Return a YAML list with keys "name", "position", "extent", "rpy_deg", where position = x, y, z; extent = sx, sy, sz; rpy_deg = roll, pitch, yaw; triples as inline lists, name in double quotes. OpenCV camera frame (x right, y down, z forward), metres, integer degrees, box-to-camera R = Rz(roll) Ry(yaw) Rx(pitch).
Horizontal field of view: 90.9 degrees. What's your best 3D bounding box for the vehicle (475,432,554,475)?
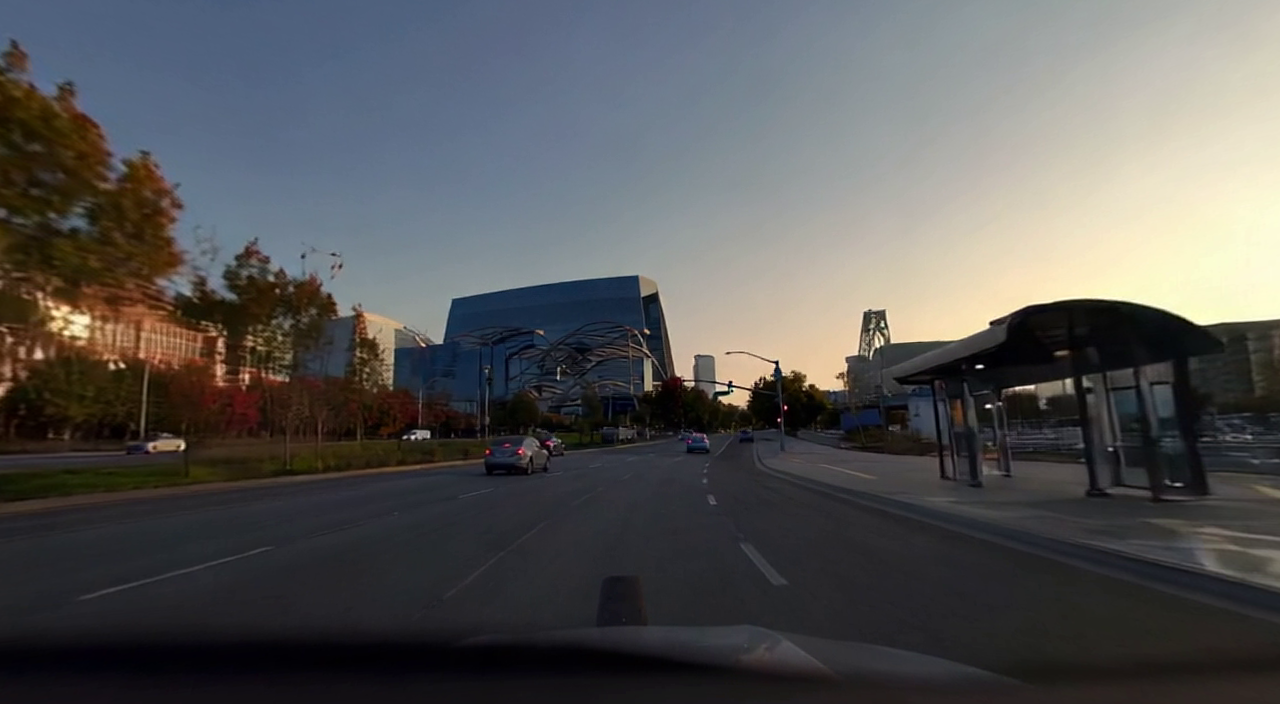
- name: "vehicle"
  position: [-5.370, 4.429, 27.680]
  extent: [2.181, 1.728, 4.515]
  rpy_deg: [-1, -8, 5]
